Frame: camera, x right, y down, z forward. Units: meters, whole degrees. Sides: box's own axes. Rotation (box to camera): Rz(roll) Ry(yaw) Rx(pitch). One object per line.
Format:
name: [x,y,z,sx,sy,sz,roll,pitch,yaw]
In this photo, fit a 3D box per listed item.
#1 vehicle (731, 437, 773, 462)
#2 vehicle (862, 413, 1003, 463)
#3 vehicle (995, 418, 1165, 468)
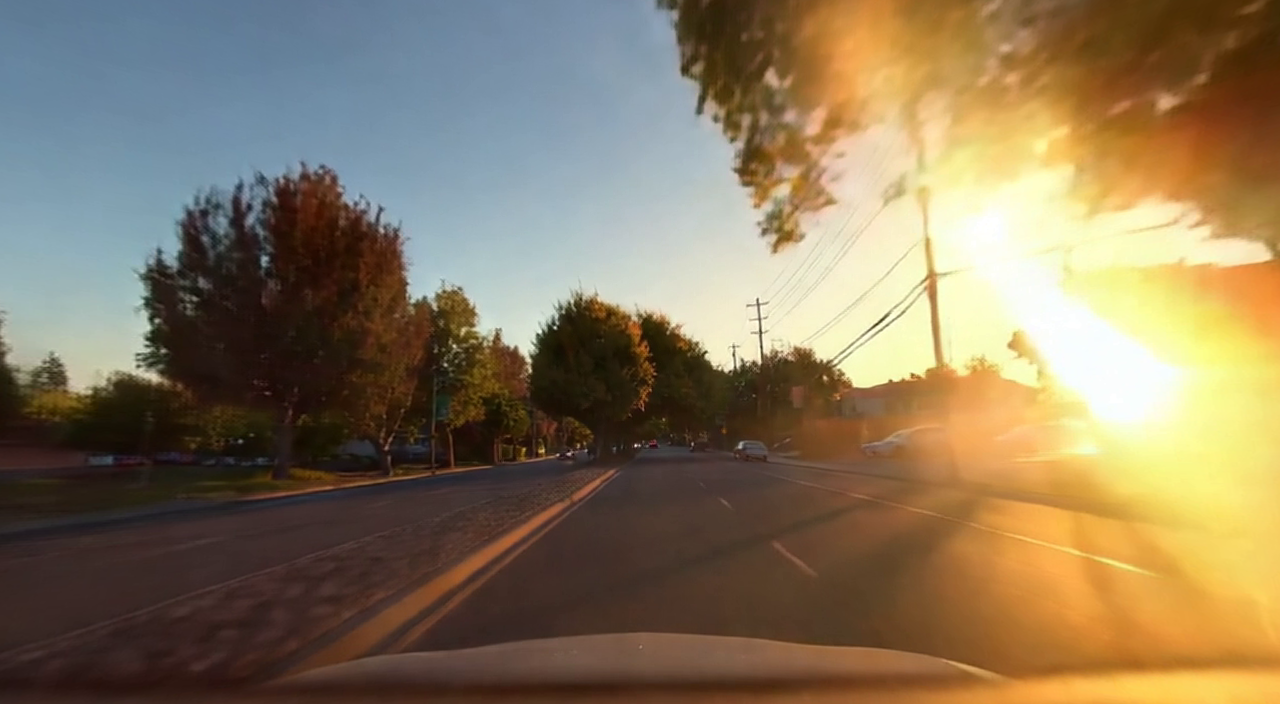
vehicle: [8.391,7.383,47.692,2.200,1.783,4.682,-1,-9,-1]
vehicle: [14.726,4.375,32.095,5.886,2.000,2.372,-5,-9,5]
vehicle: [15.027,3.141,21.709,4.455,1.588,1.858,0,-9,-2]
